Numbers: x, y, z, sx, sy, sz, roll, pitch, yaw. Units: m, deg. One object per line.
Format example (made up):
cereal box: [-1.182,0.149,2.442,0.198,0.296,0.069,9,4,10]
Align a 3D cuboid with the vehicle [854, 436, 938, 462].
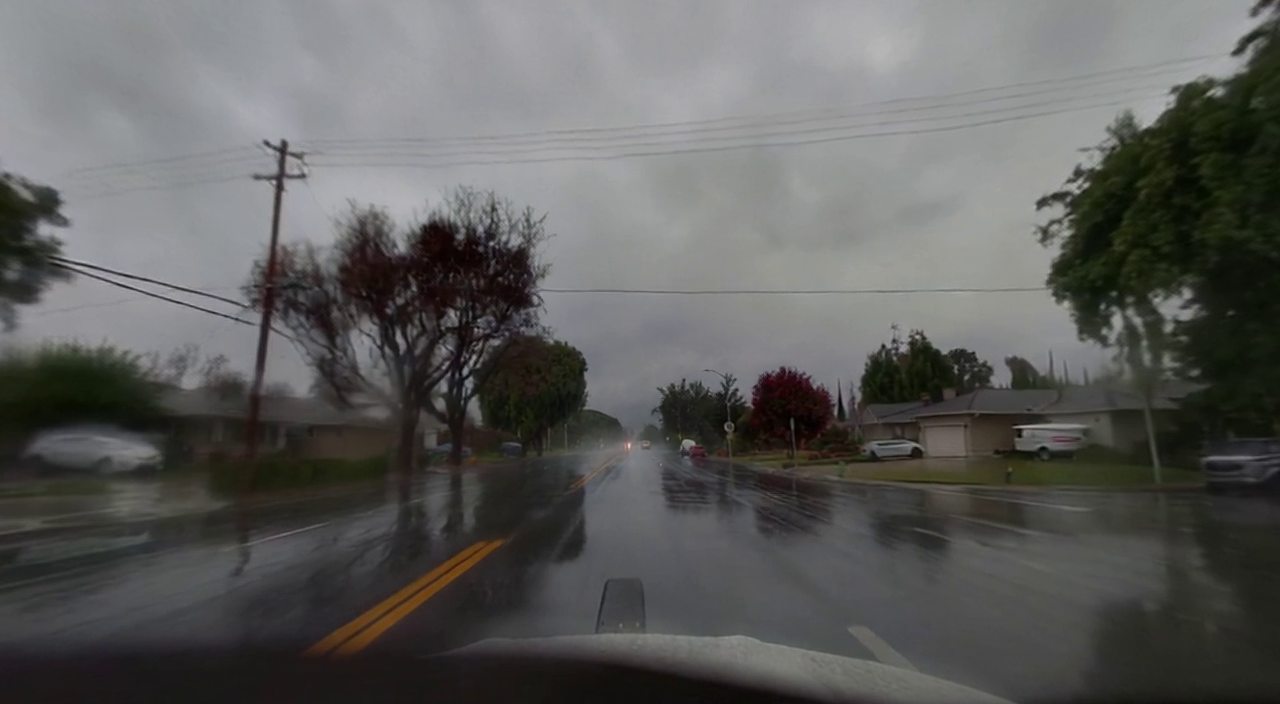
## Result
vehicle: [16.327,6.192,40.459,4.443,1.497,2.168,-1,-9,0]

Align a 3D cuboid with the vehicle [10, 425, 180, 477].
vehicle: [-22.274,4.064,26.030,4.722,1.983,2.346,-1,-8,-2]
